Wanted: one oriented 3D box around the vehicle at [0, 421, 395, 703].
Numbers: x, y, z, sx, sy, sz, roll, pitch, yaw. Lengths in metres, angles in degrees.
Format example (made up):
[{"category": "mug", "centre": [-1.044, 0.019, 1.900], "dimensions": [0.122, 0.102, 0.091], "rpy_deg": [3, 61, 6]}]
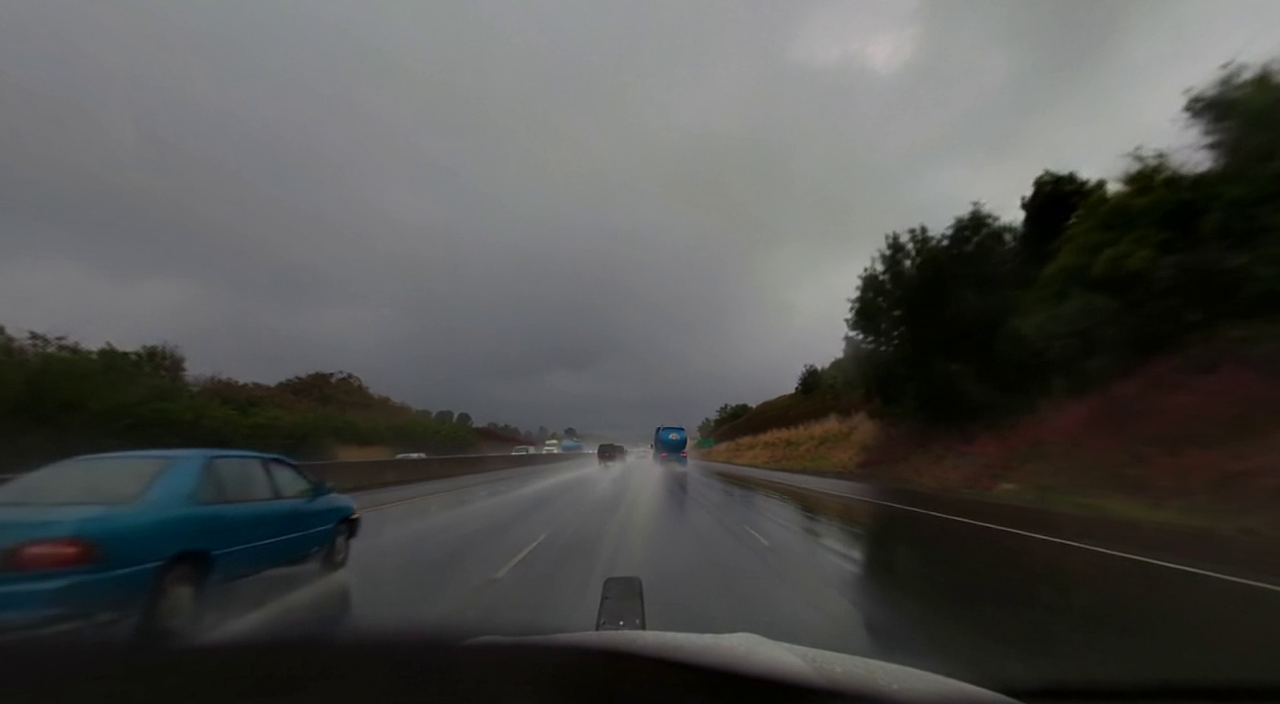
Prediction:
[{"category": "vehicle", "centre": [-3.662, 1.372, 4.782], "dimensions": [2.013, 1.498, 3.908], "rpy_deg": [-1, -9, 0]}]
